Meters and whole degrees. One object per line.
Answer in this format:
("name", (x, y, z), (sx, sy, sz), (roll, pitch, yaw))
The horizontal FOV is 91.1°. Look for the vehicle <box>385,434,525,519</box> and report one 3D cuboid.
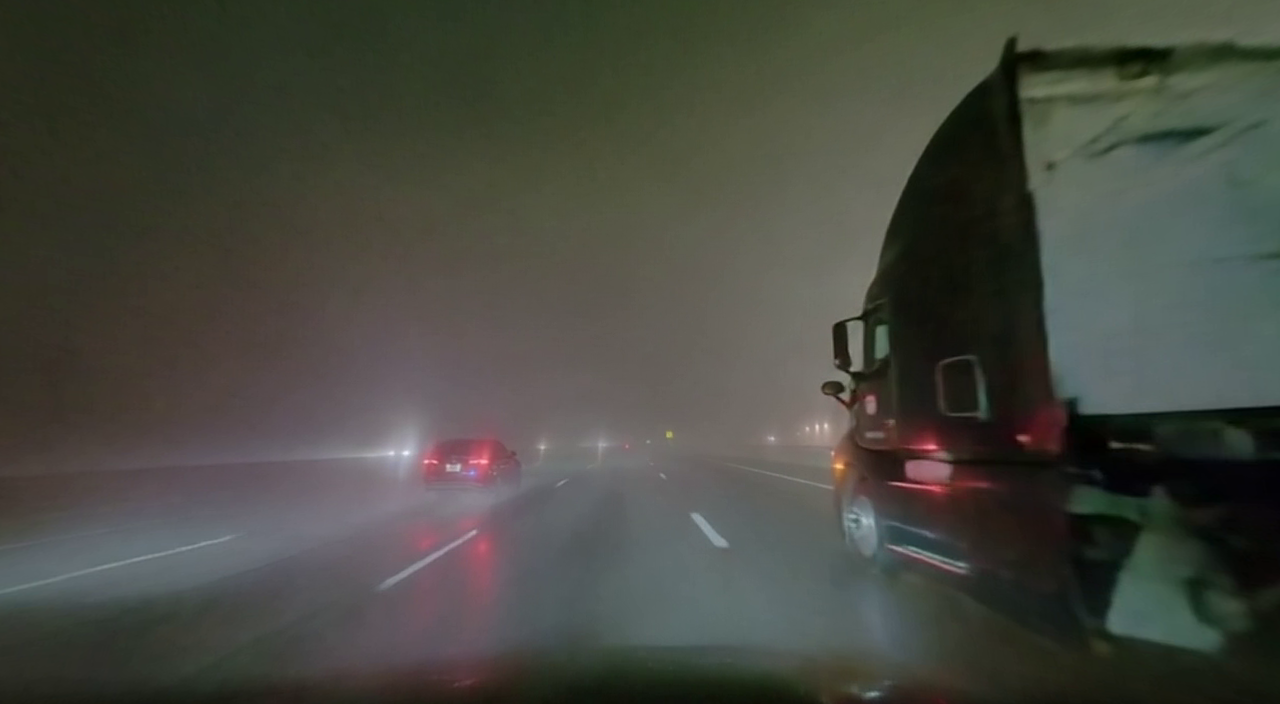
("vehicle", (-4.140, 2.831, 14.945), (2.063, 1.661, 4.439), (1, -8, -2))
